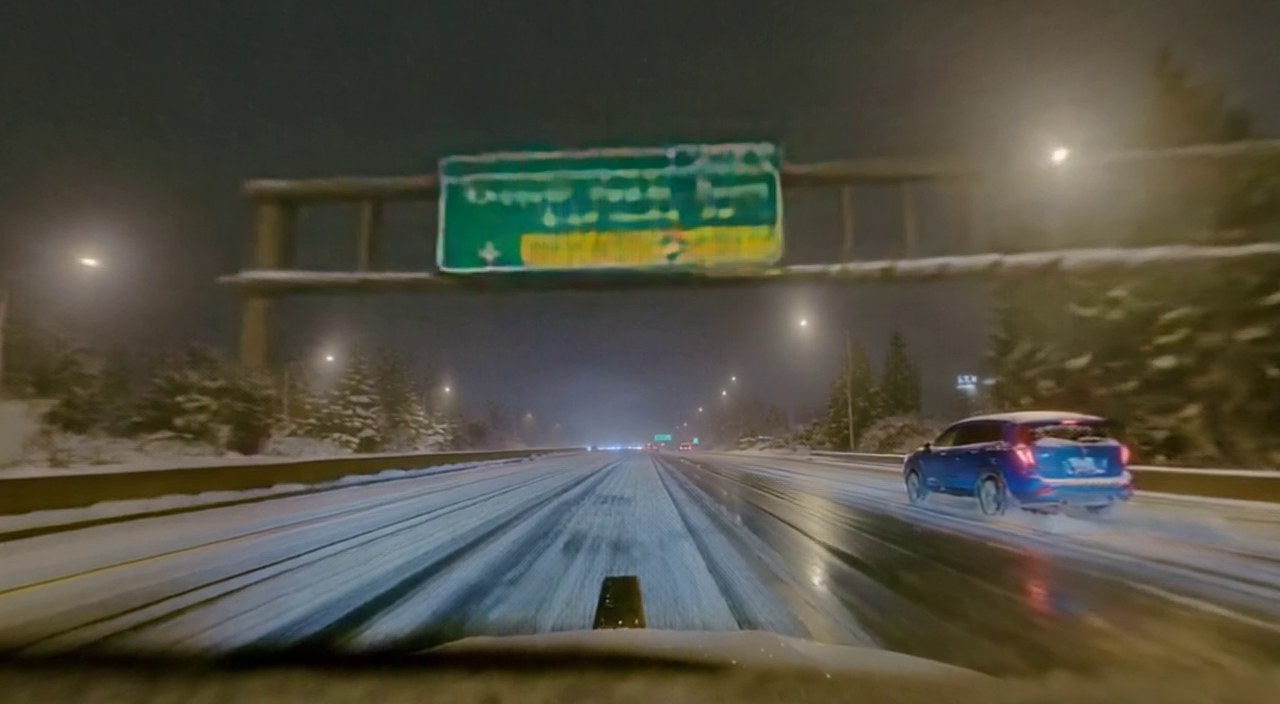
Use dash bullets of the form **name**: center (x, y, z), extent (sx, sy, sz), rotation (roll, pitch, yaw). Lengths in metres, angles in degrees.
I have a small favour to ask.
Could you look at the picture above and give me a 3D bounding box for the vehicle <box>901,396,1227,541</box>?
- **vehicle**: center (6.568, 1.875, 10.688), extent (2.222, 1.899, 4.595), rotation (0, -8, -1)
